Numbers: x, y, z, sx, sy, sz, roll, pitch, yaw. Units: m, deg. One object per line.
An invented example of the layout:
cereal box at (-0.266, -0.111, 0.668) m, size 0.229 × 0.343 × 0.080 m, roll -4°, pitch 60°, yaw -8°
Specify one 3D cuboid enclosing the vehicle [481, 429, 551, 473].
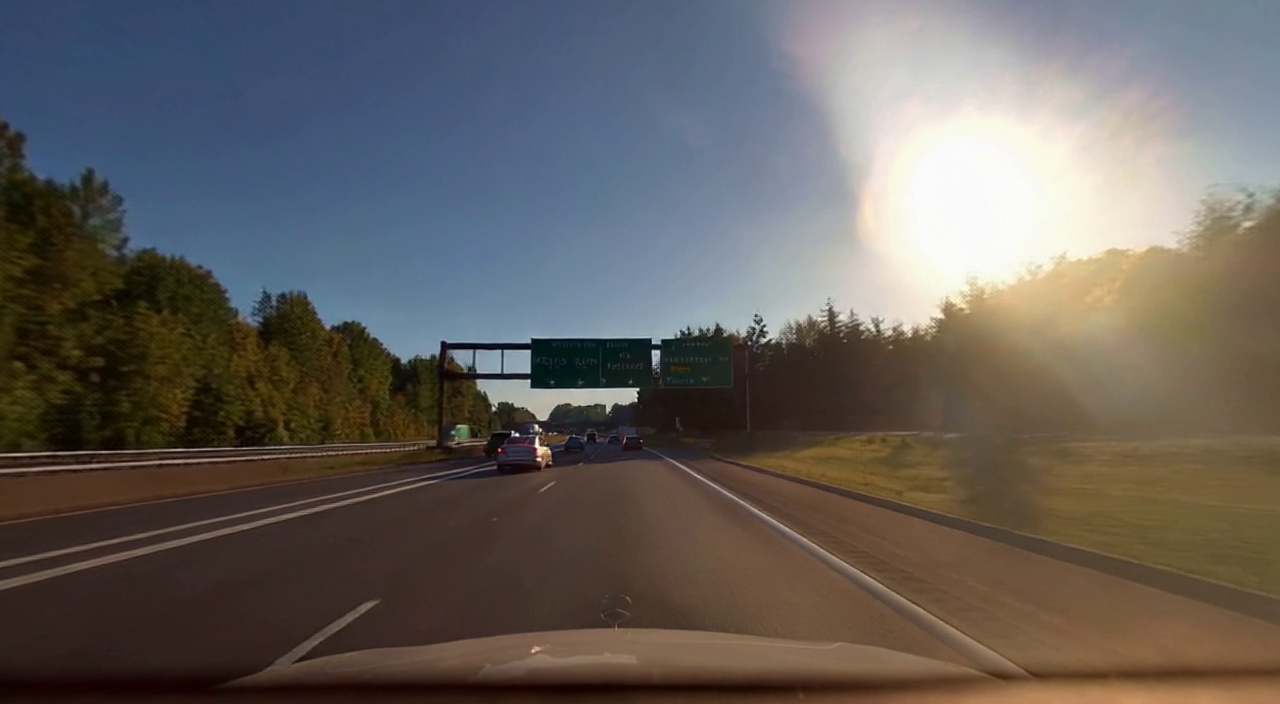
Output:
vehicle at (-4.600, 3.715, 23.904) m, size 1.959 × 1.514 × 3.668 m, roll 0°, pitch -8°, yaw -1°
